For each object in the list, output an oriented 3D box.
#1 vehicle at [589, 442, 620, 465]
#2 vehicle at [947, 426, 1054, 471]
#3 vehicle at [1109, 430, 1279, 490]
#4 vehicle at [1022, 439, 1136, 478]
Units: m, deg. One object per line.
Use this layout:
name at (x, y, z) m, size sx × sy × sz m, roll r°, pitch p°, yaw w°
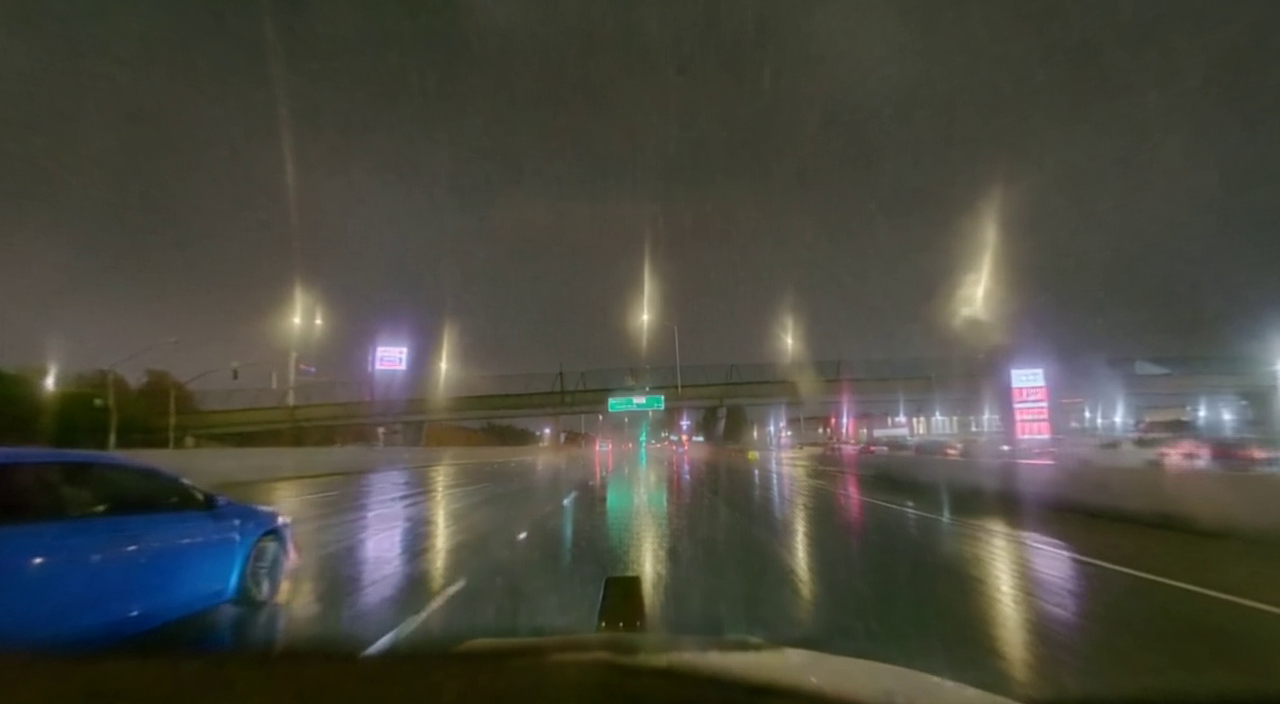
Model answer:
vehicle at (-2.511, 7.287, 45.530) m, size 1.982 × 1.516 × 4.327 m, roll 0°, pitch -8°, yaw 1°
vehicle at (17.991, 4.863, 31.922) m, size 2.229 × 2.050 × 5.602 m, roll -1°, pitch -8°, yaw 2°
vehicle at (17.786, 3.376, 20.106) m, size 1.889 × 1.648 × 5.173 m, roll -1°, pitch -8°, yaw 2°
vehicle at (17.974, 4.378, 26.177) m, size 1.712 × 1.448 × 4.346 m, roll -1°, pitch -8°, yaw 2°
